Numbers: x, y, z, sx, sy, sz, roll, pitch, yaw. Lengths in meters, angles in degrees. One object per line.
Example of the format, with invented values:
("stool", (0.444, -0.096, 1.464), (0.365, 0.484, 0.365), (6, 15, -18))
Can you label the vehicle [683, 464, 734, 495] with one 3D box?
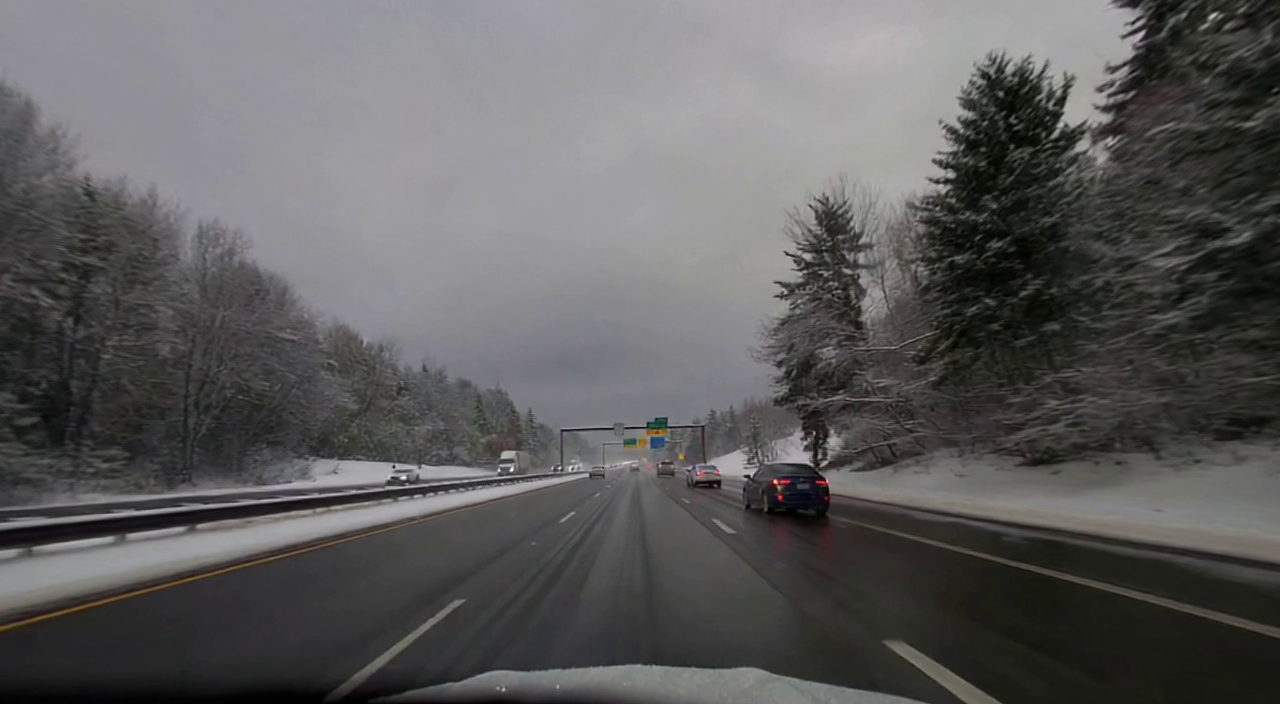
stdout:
("vehicle", (3.523, 6.717, 33.347), (2.051, 1.472, 4.547), (1, -10, -2))

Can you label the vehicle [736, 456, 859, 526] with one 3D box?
("vehicle", (4.035, 3.675, 17.043), (2.010, 1.579, 4.679), (1, -10, -2))
